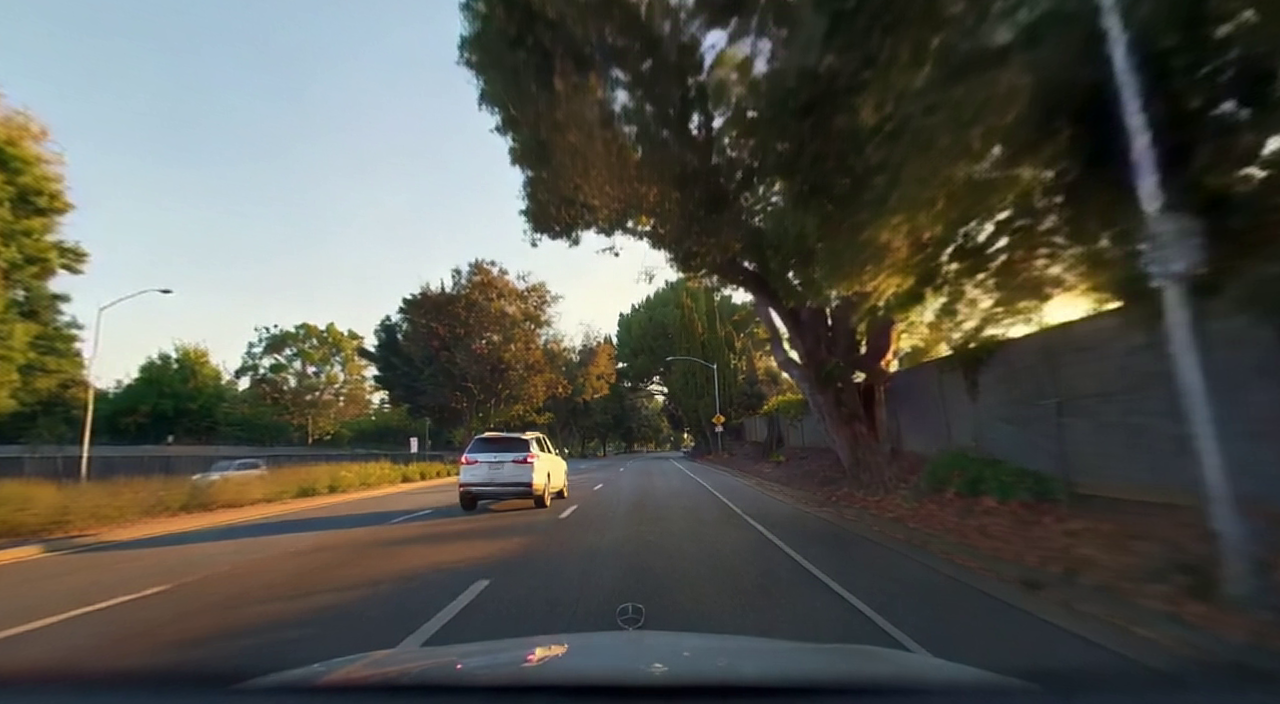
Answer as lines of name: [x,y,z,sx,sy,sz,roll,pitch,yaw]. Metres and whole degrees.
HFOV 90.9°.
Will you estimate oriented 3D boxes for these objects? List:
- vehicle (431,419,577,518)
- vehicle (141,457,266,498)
vehicle: [-2.837,2.575,14.486,2.160,1.855,4.695,0,-8,2]
vehicle: [-18.776,5.395,27.456,1.978,1.541,4.664,0,-9,2]
